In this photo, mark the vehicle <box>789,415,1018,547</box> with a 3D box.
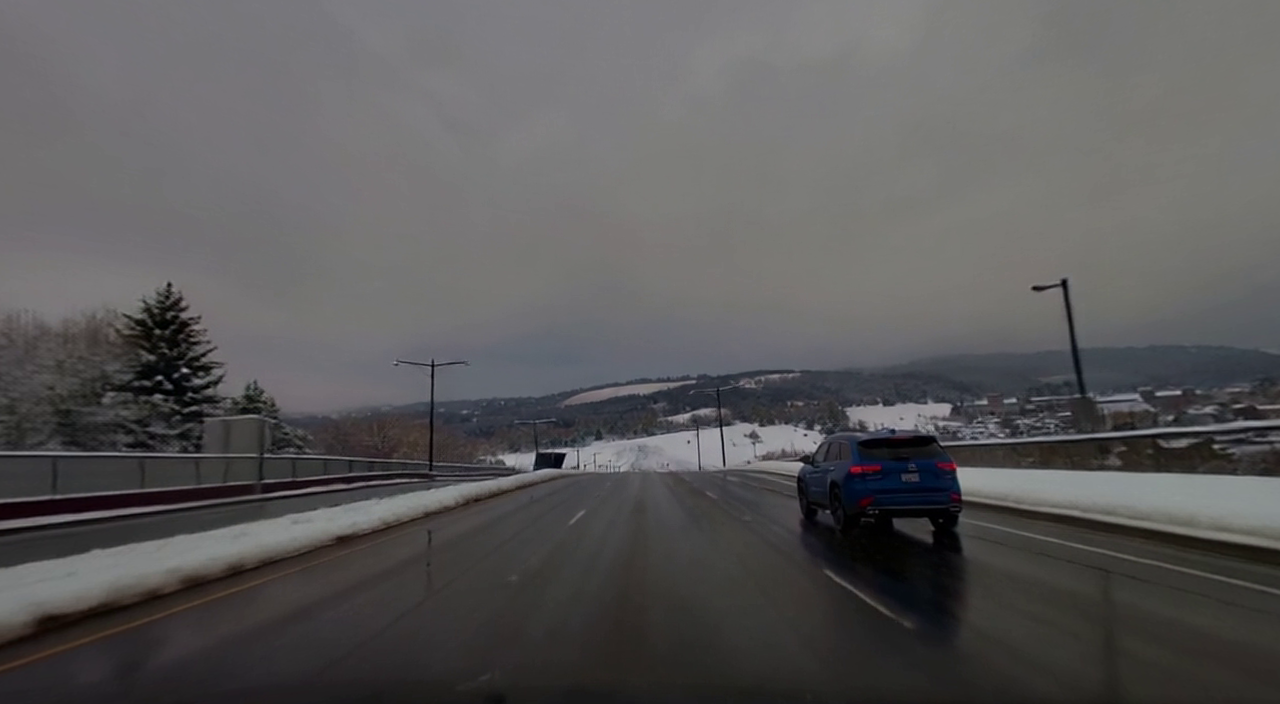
[{"bbox_3d":[4.003,2.031,10.563,1.989,1.730,4.324,0,-8,1],"label":"vehicle"}]
